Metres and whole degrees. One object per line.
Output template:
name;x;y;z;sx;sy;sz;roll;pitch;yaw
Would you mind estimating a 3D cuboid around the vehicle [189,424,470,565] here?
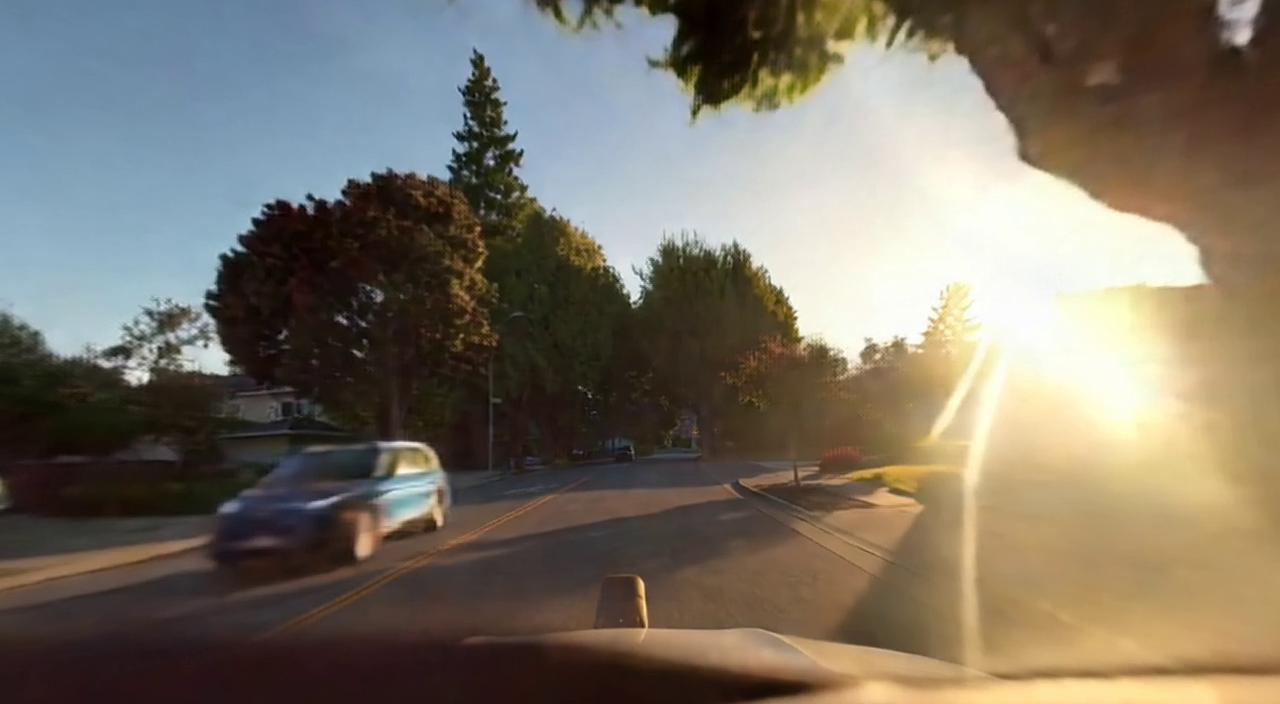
vehicle;-4.484;2.115;10.190;2.131;1.731;4.533;0;-9;1
